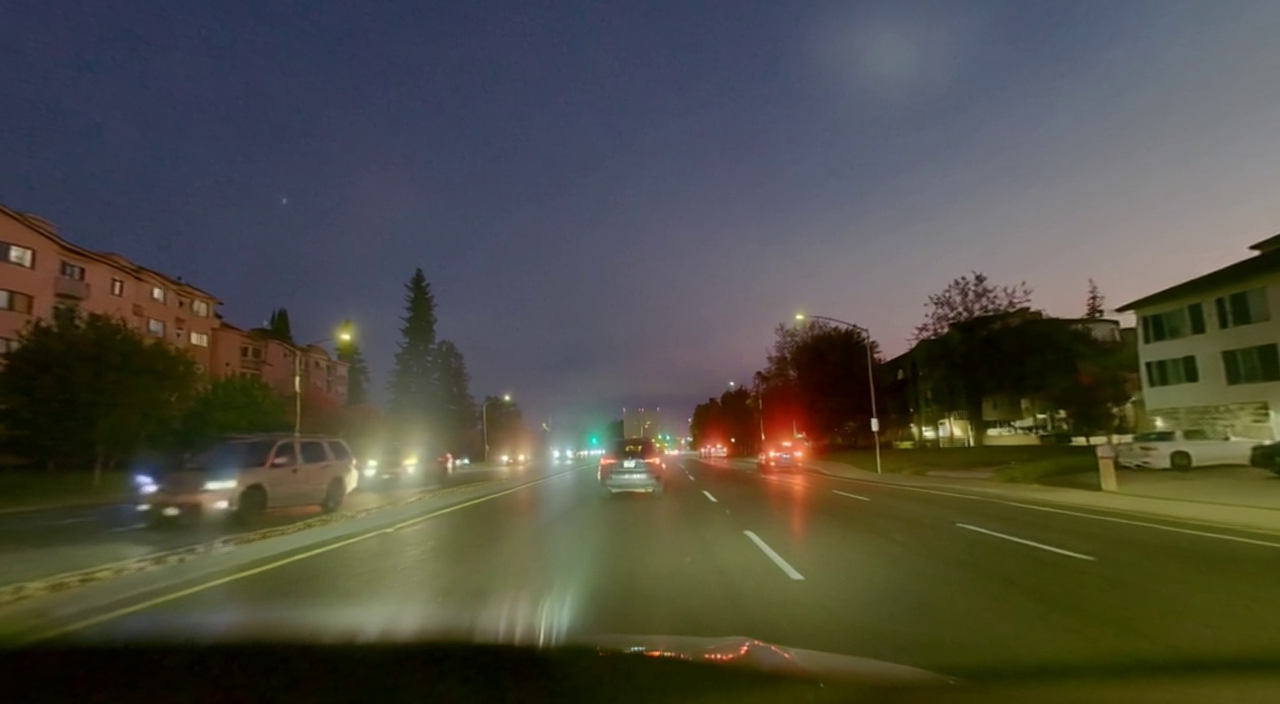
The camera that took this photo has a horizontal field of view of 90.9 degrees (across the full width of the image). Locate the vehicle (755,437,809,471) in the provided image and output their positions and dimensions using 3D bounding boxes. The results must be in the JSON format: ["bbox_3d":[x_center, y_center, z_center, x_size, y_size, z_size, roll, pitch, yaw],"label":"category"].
[{"bbox_3d":[7.600,5.490,34.161,1.971,1.722,4.341,0,-8,1],"label":"vehicle"}]

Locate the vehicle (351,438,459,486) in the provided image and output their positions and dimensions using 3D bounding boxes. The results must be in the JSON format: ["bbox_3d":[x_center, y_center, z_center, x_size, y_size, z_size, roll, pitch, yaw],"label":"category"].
[{"bbox_3d":[-10.346,4.877,28.486,2.238,1.906,6.264,0,-8,3],"label":"vehicle"}]

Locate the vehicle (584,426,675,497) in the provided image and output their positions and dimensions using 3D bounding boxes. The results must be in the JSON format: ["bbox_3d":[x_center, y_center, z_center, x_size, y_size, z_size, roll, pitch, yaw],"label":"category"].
[{"bbox_3d":[-0.212,3.139,18.469,2.332,1.798,4.546,0,-8,1],"label":"vehicle"}]

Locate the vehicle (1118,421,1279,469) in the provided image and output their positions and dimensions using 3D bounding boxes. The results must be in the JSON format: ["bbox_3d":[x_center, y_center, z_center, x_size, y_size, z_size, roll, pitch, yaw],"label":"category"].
[{"bbox_3d":[19.086,3.111,21.122,4.474,1.524,1.893,0,-8,3],"label":"vehicle"}]

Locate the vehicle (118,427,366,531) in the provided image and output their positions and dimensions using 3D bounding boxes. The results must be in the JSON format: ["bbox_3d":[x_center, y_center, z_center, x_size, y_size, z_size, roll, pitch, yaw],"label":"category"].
[{"bbox_3d":[-7.959,2.548,13.367,2.119,1.778,4.760,0,-8,0],"label":"vehicle"}]
